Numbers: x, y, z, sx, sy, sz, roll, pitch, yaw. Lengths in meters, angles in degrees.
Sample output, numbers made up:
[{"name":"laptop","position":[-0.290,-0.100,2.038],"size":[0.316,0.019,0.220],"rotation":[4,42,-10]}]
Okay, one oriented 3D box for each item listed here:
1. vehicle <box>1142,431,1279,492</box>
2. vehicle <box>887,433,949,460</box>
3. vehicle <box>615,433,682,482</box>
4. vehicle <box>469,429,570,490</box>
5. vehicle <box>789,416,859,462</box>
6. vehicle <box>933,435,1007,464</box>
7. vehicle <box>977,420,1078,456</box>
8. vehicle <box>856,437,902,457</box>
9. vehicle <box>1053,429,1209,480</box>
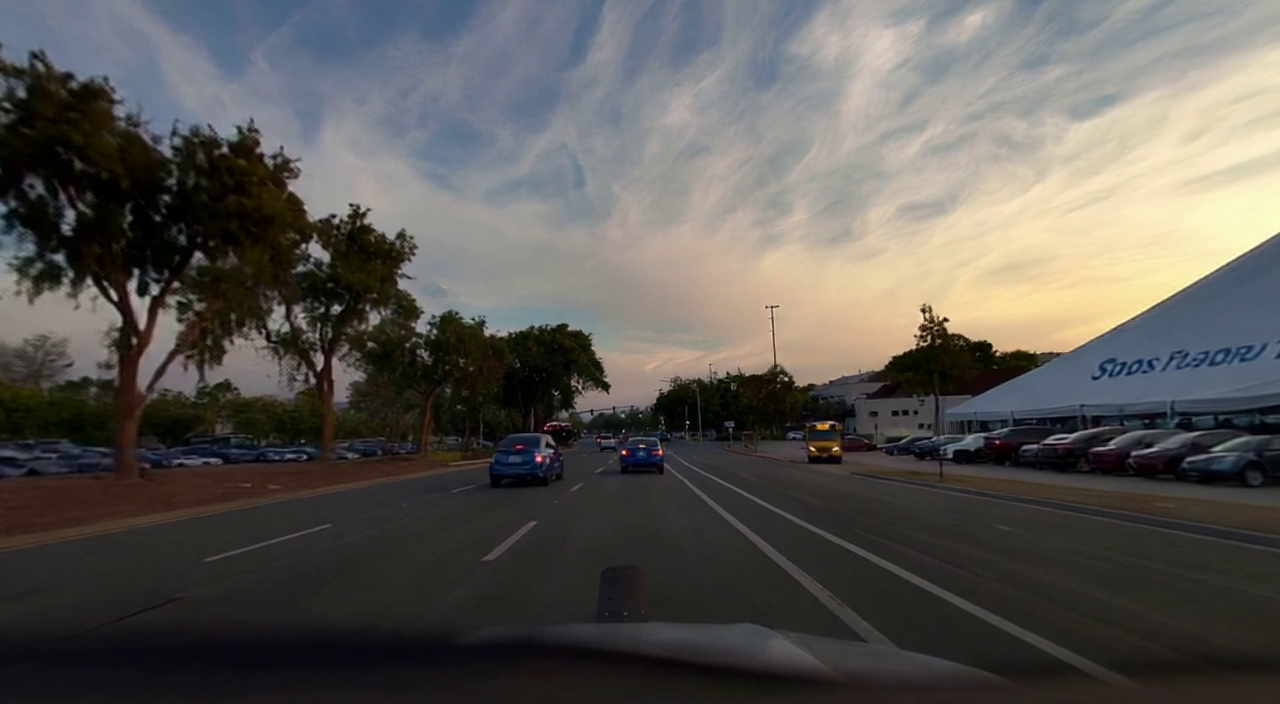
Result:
[{"name":"vehicle","position":[18.649,3.258,18.976],"size":[2.229,1.661,5.991],"rotation":[0,-9,1]},{"name":"vehicle","position":[18.466,6.298,42.177],"size":[1.841,1.680,4.842],"rotation":[0,-9,-1]},{"name":"vehicle","position":[0.217,3.646,22.035],"size":[2.123,1.498,4.226],"rotation":[0,-9,-1]},{"name":"vehicle","position":[-3.529,3.260,19.379],"size":[2.148,1.636,4.199],"rotation":[0,-9,2]},{"name":"vehicle","position":[11.820,5.694,41.099],"size":[2.754,2.711,6.196],"rotation":[0,-9,1]},{"name":"vehicle","position":[18.615,5.550,35.837],"size":[1.826,1.532,4.290],"rotation":[0,-9,-1]},{"name":"vehicle","position":[23.936,5.417,39.377],"size":[2.225,2.013,6.379],"rotation":[0,-9,-1]},{"name":"vehicle","position":[18.241,7.274,48.330],"size":[1.694,1.451,4.505],"rotation":[0,-9,0]},{"name":"vehicle","position":[18.595,3.900,24.256],"size":[1.965,1.749,4.838],"rotation":[0,-9,-2]}]
